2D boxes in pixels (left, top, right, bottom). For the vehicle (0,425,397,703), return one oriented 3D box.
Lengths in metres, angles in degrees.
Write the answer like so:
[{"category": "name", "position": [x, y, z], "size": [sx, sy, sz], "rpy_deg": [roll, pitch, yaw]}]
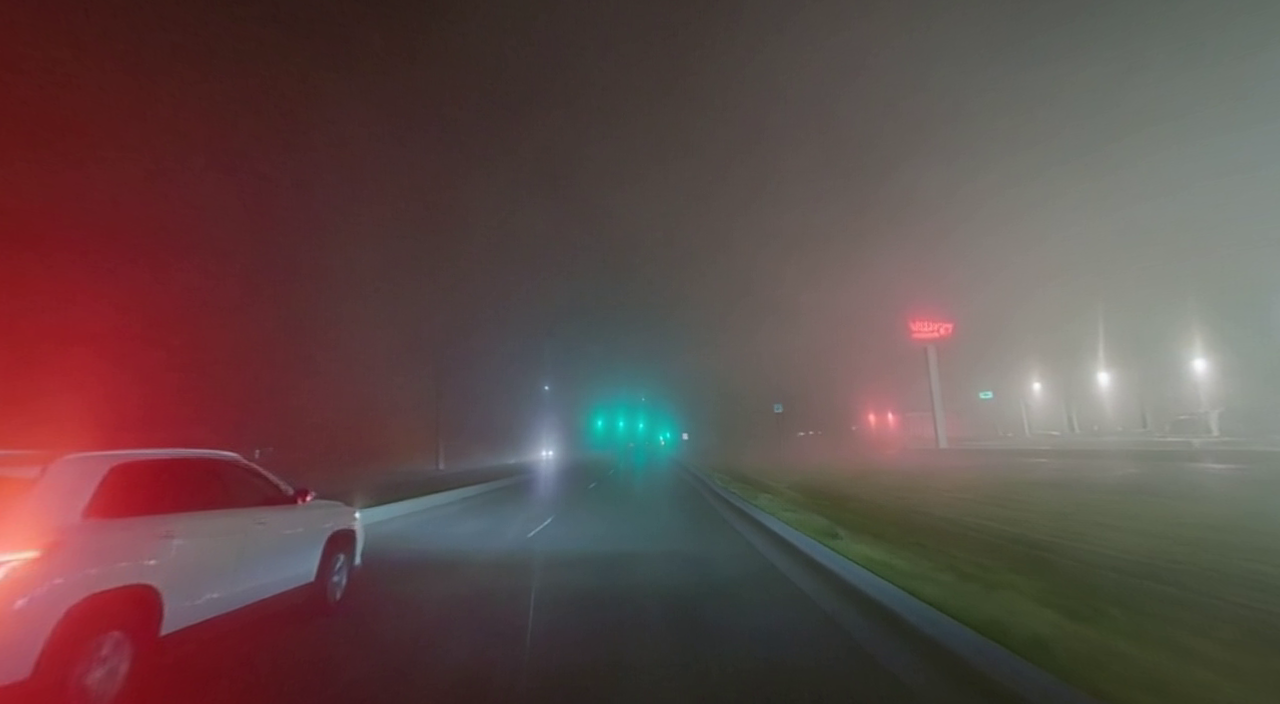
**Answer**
[{"category": "vehicle", "position": [-3.516, 1.270, 4.049], "size": [1.972, 1.490, 4.591], "rpy_deg": [0, -8, 1]}]
